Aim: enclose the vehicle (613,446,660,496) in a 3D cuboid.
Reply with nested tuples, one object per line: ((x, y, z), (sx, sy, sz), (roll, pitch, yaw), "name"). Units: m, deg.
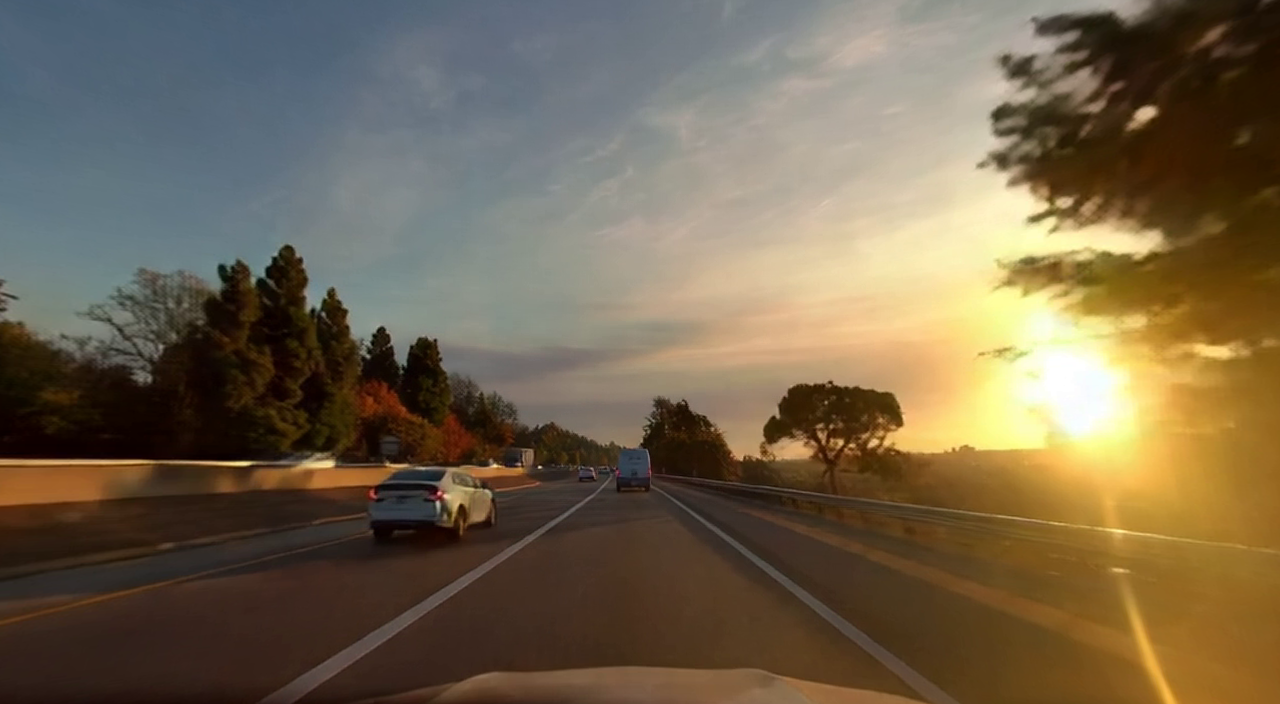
((-0.246, 6.818, 36.072), (2.482, 2.549, 5.447), (1, -11, -1), "vehicle")

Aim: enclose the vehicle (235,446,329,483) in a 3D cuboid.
((-17.453, 5.546, 30.995), (1.905, 1.621, 4.629), (1, -11, -1), "vehicle")

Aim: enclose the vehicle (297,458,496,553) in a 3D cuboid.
((-4.480, 2.923, 12.564), (2.128, 1.491, 4.508), (1, -11, 0), "vehicle")
